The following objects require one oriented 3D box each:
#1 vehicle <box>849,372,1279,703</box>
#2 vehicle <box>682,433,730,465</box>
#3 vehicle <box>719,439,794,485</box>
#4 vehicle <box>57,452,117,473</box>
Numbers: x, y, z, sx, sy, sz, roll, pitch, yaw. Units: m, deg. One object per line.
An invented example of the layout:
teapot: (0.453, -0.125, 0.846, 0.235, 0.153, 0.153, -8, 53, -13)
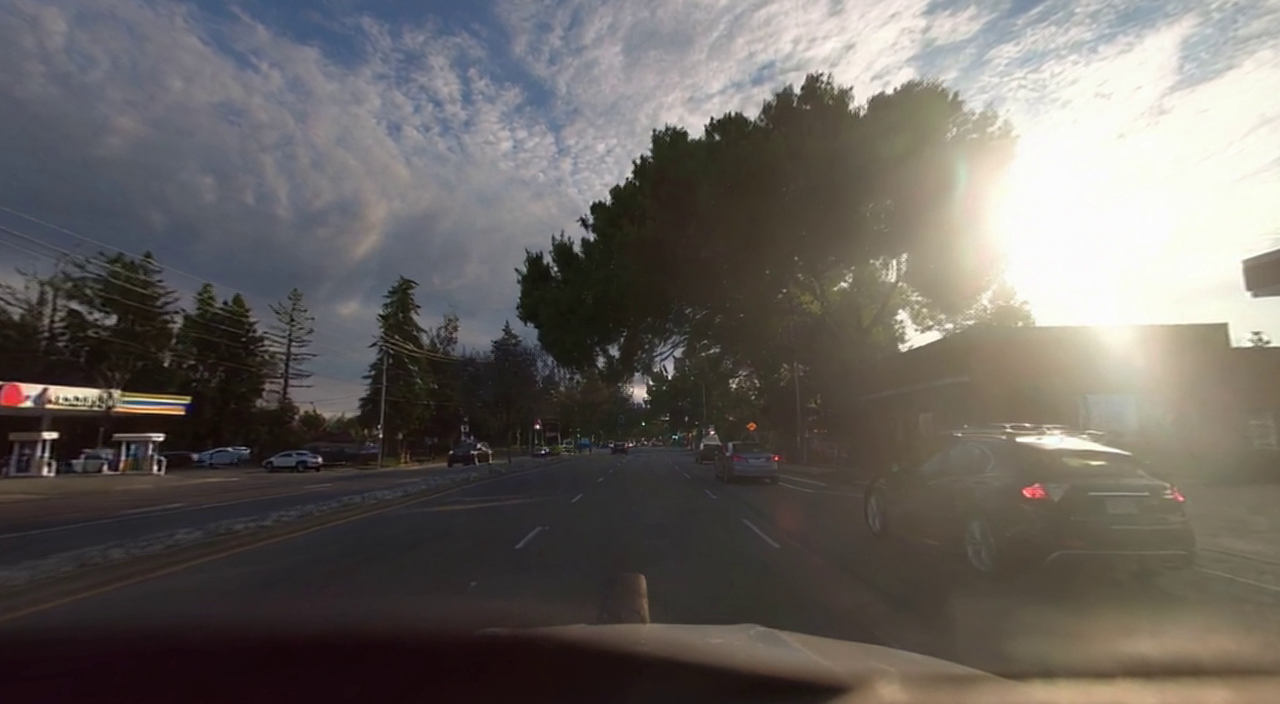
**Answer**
vehicle: (3.631, 1.286, 5.570, 1.875, 1.665, 4.931, 0, -8, 0)
vehicle: (4.325, 6.494, 42.221, 2.611, 1.983, 5.165, 0, -8, 0)
vehicle: (4.009, 3.857, 22.444, 1.871, 1.442, 4.122, 0, -8, 0)
vehicle: (-41.304, 8.217, 47.139, 1.583, 1.354, 4.281, 1, -7, -15)
